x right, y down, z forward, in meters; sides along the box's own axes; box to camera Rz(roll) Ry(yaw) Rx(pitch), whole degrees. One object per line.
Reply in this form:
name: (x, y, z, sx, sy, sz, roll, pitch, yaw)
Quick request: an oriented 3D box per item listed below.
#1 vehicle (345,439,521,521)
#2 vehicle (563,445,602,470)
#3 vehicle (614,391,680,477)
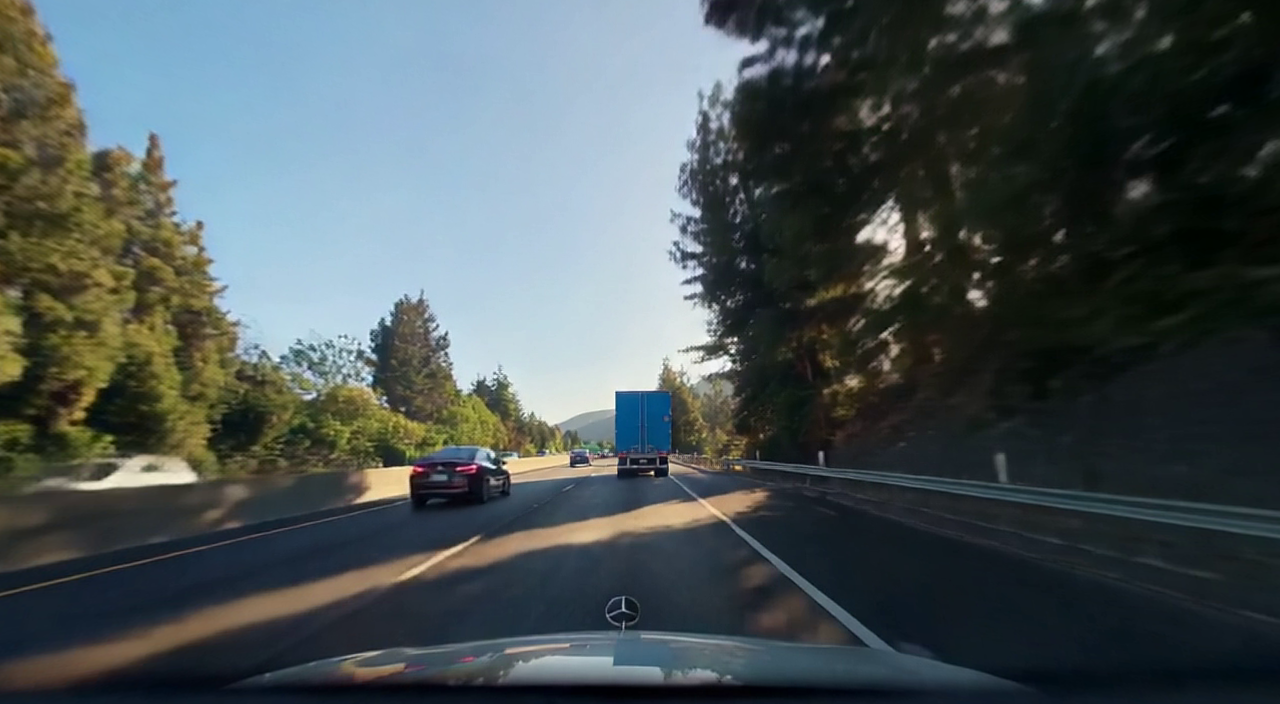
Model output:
vehicle: (-4.232, 2.724, 13.946, 2.206, 1.478, 4.824, -1, -9, 1)
vehicle: (-3.861, 7.193, 43.108, 2.074, 1.546, 4.946, 0, -9, 1)
vehicle: (0.240, 4.437, 33.054, 2.959, 3.828, 9.617, 0, -9, -1)
